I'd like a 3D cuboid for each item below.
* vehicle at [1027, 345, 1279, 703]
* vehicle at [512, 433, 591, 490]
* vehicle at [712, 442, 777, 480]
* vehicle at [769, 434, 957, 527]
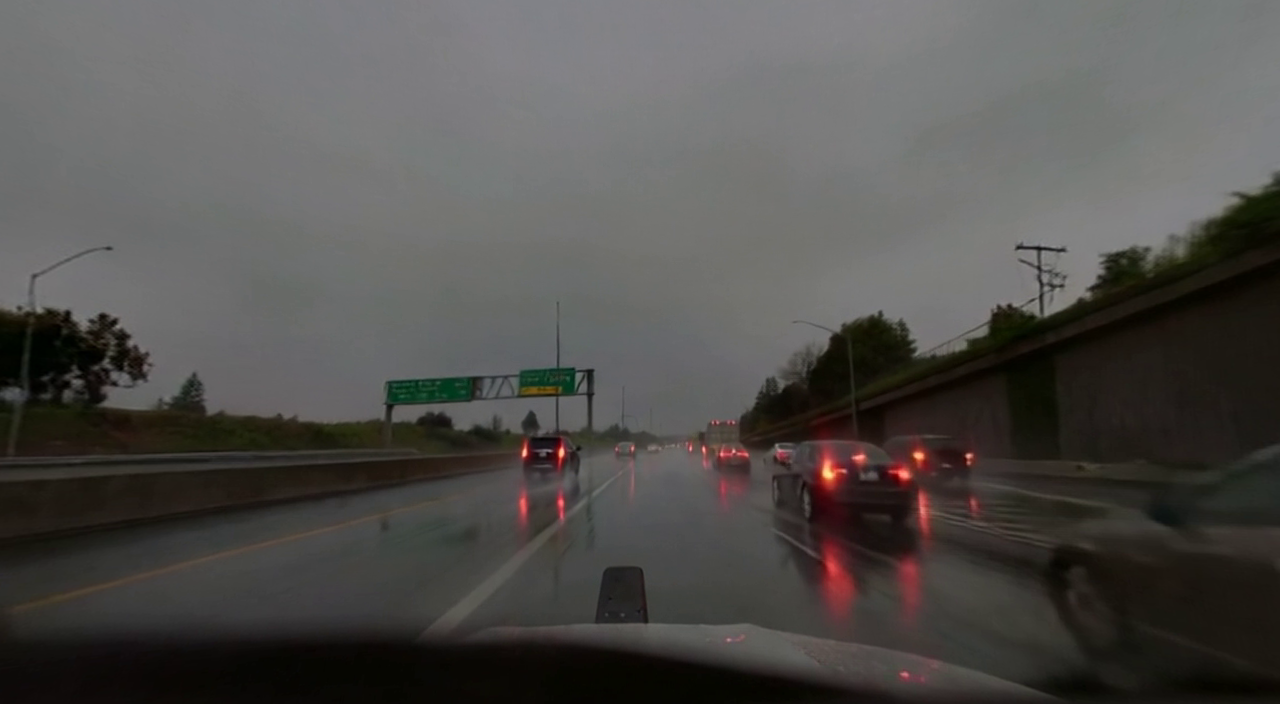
[{"bbox_3d":[3.694,0.733,2.049,1.991,1.715,4.455,0,-9,0],"label":"vehicle"},{"bbox_3d":[-2.921,3.751,21.776,2.006,1.741,4.277,-1,-9,2],"label":"vehicle"},{"bbox_3d":[4.376,4.674,27.151,1.999,1.482,4.743,0,-9,0],"label":"vehicle"},{"bbox_3d":[4.100,2.469,12.592,2.088,1.491,4.549,0,-9,0],"label":"vehicle"}]
